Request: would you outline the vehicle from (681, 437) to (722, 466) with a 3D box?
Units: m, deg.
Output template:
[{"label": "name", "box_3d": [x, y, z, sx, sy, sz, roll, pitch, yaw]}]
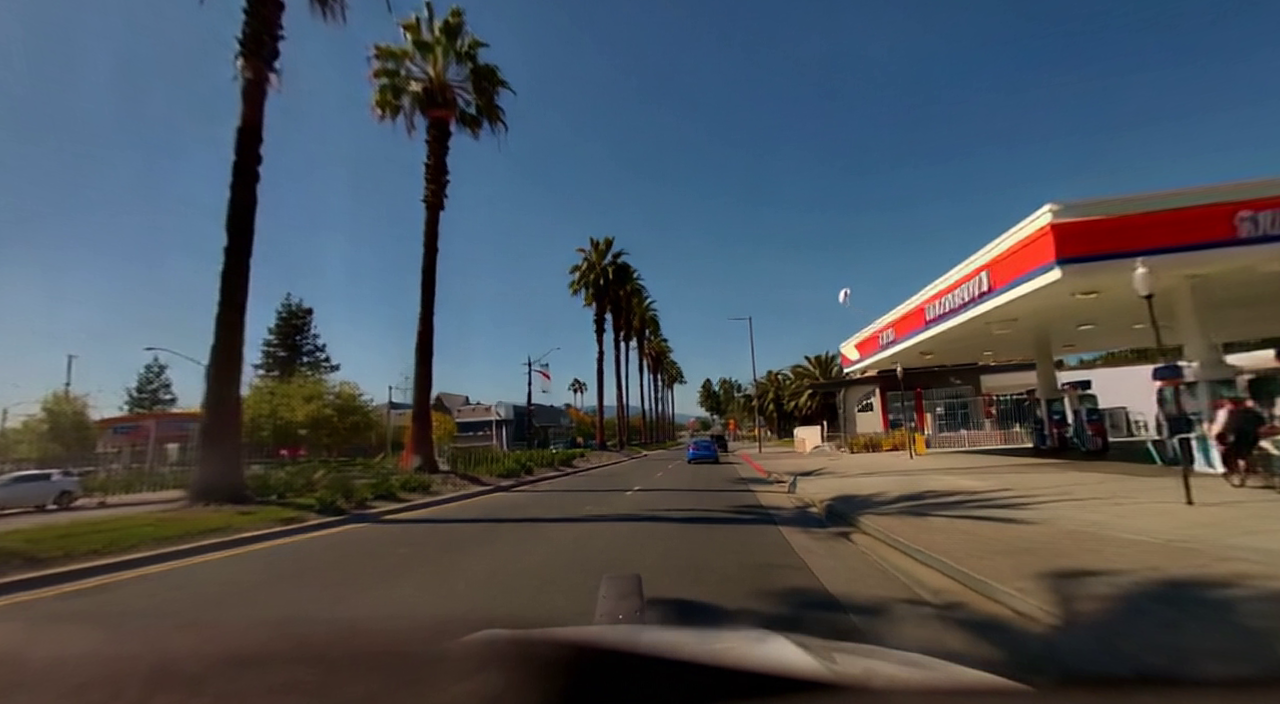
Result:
[{"label": "vehicle", "box_3d": [3.415, 5.404, 34.330, 2.050, 1.509, 4.148, -1, -8, 8]}]

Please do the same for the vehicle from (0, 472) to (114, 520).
[{"label": "vehicle", "box_3d": [-22.621, 5.279, 23.386, 1.825, 1.441, 4.656, -1, -8, 6]}]

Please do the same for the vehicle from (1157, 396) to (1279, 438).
[{"label": "vehicle", "box_3d": [27.619, 3.079, 29.601, 4.513, 1.657, 2.002, -5, -9, 12]}]
